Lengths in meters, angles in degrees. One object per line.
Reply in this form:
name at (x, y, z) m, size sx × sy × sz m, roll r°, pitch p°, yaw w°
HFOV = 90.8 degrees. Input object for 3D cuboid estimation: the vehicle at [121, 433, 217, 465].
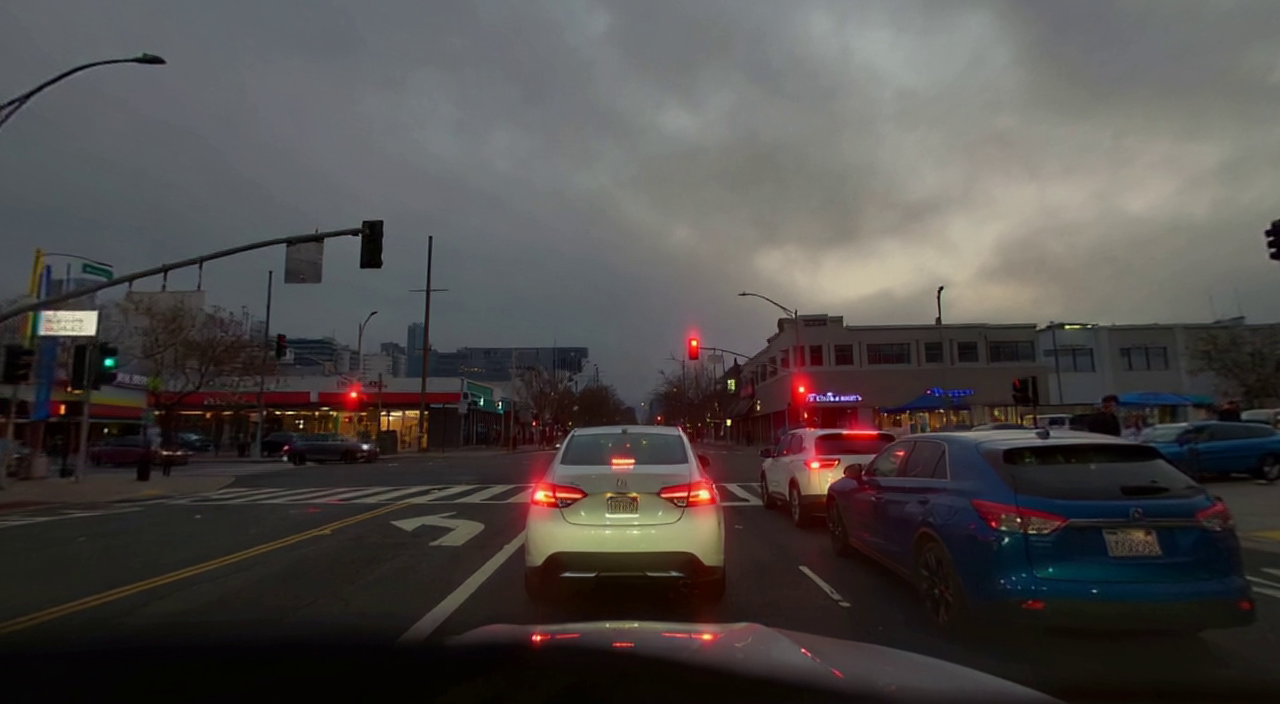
vehicle at (-25.331, 5.215, 33.982) m, size 4.253 × 1.570 × 2.132 m, roll -4°, pitch -9°, yaw 22°

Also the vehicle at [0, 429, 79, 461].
vehicle at (-33.315, 5.127, 34.761) m, size 4.164 × 1.652 × 2.087 m, roll -4°, pitch -9°, yaw 26°

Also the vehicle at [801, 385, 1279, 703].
vehicle at (3.038, 1.320, 5.524) m, size 1.983 × 1.654 × 4.354 m, roll 0°, pitch -8°, yaw -2°

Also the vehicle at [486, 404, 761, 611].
vehicle at (-0.130, 1.555, 7.316) m, size 2.123 × 1.589 × 4.702 m, roll 0°, pitch -8°, yaw 0°
